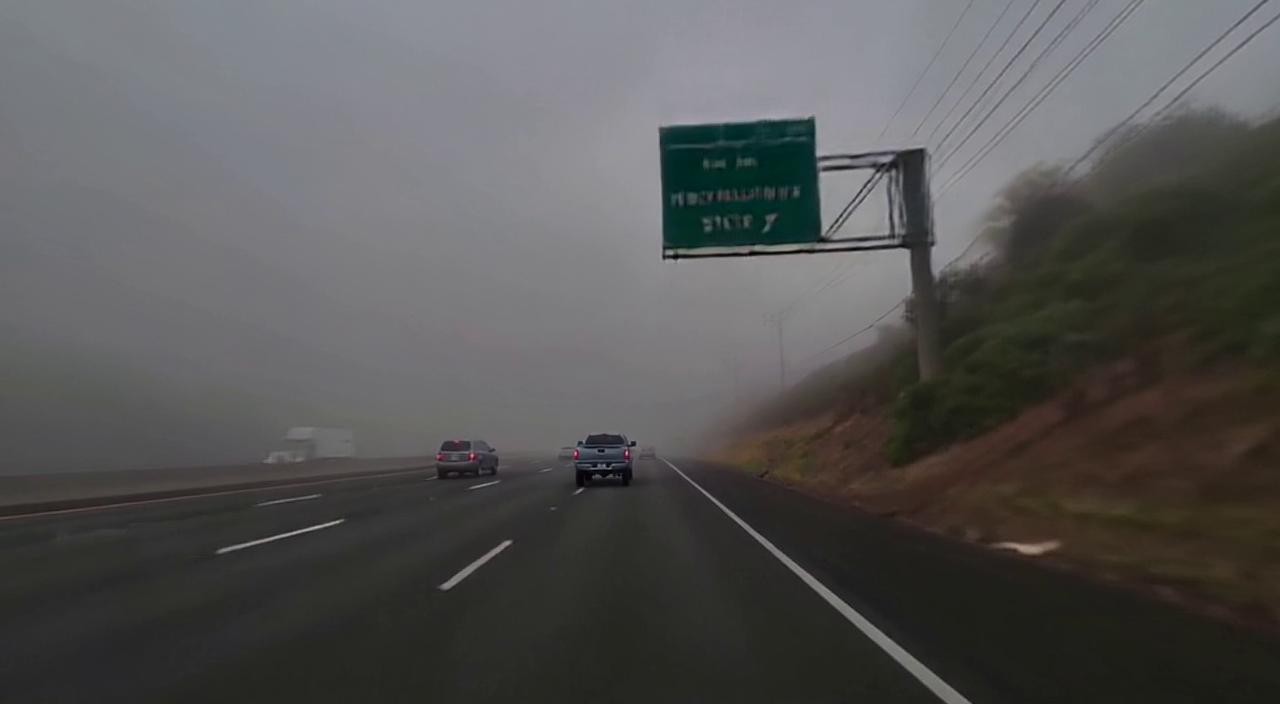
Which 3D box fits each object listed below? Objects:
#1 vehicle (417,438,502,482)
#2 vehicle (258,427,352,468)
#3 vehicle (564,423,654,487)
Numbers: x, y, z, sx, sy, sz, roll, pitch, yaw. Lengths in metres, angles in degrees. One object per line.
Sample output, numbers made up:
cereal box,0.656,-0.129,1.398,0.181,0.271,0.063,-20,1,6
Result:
vehicle,-7.158,4.322,25.469,2.055,1.618,4.457,0,-9,1
vehicle,-20.184,5.807,38.349,2.294,2.243,6.159,0,-9,0
vehicle,-1.008,3.869,23.975,2.972,2.087,6.126,0,-9,0
